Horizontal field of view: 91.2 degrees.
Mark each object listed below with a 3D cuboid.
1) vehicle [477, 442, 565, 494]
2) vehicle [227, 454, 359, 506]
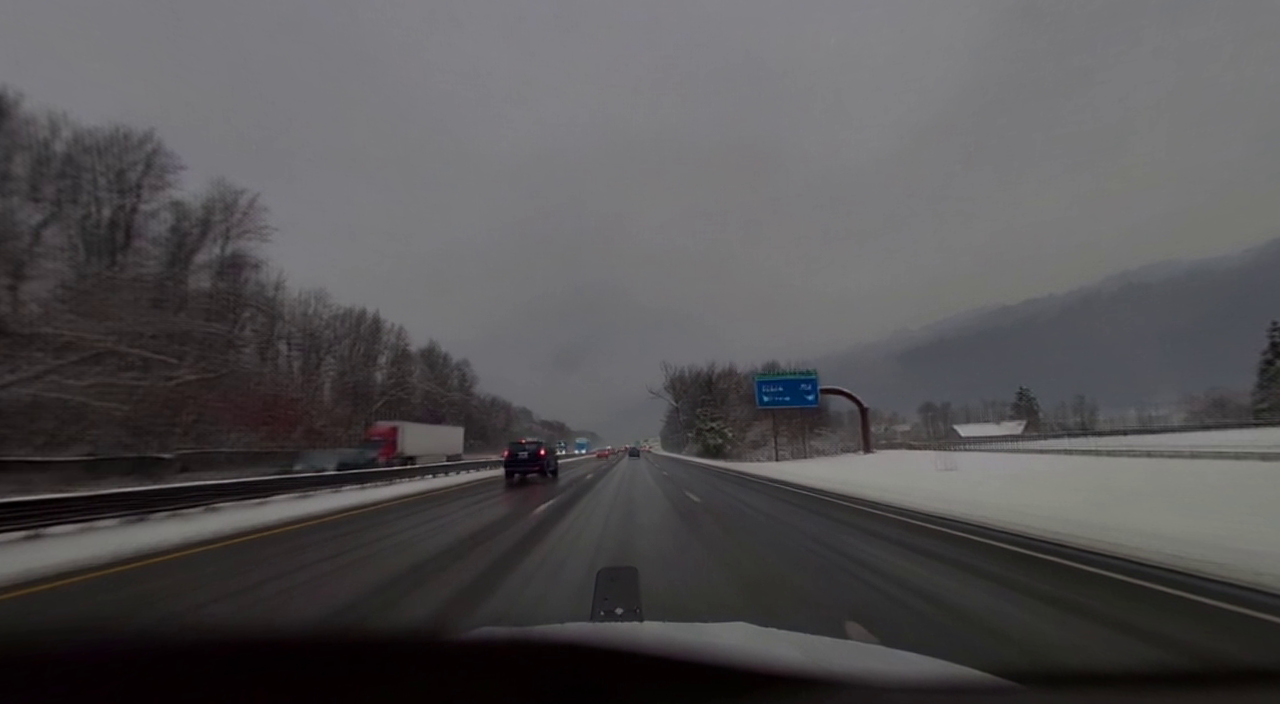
[{"bbox_3d":[-3.995,3.995,21.967,2.153,1.577,4.707,0,-9,0],"label":"vehicle"},{"bbox_3d":[-11.203,4.124,20.661,1.856,1.463,4.336,0,-9,0],"label":"vehicle"}]
